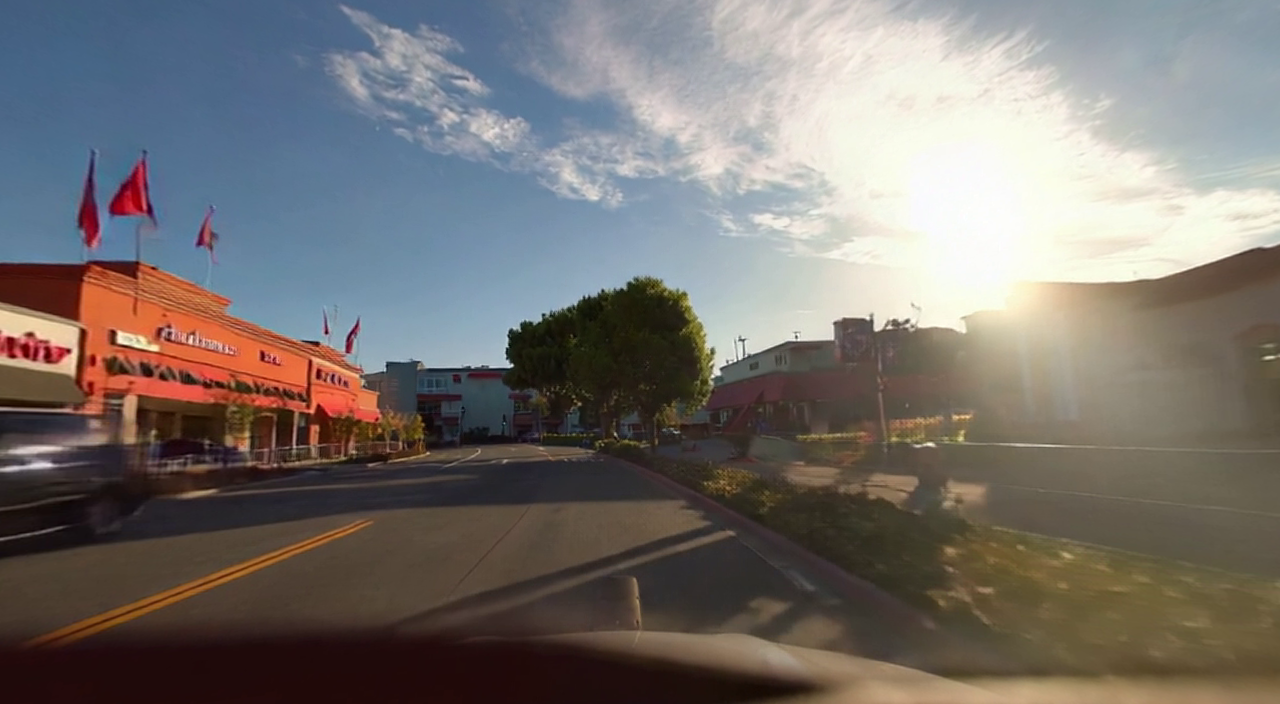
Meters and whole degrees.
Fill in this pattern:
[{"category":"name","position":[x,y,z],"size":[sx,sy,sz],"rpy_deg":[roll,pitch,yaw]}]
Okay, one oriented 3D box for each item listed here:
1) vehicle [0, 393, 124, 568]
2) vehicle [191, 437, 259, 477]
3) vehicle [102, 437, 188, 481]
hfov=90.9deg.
[{"category":"vehicle","position":[-7.880,1.324,6.305],"size":[2.026,1.882,4.277],"rpy_deg":[1,-8,-5]},{"category":"vehicle","position":[-17.736,4.447,27.065],"size":[1.778,1.584,2.802],"rpy_deg":[3,-8,-20]},{"category":"vehicle","position":[-20.395,4.355,26.146],"size":[1.907,1.642,4.020],"rpy_deg":[4,-9,-26]}]
